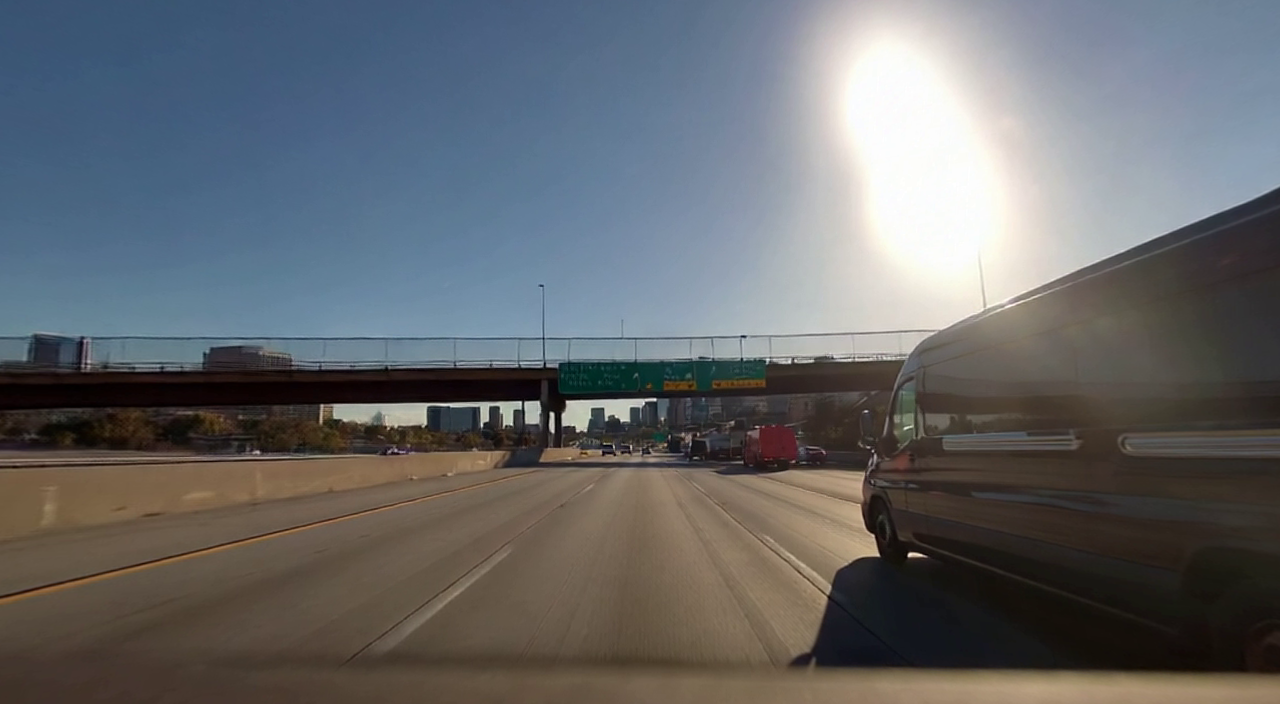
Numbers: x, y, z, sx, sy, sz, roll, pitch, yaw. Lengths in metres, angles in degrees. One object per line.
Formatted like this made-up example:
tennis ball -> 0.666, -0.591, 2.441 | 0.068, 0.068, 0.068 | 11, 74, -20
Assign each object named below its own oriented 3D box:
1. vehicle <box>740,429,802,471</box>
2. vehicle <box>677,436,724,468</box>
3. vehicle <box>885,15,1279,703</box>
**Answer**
vehicle -> 7.412, 5.633, 36.265 | 2.301, 2.203, 5.419 | 0, -8, -1
vehicle -> 3.915, 6.600, 41.859 | 2.464, 1.961, 5.520 | 0, -8, -1
vehicle -> 3.369, 0.197, 1.736 | 2.436, 2.745, 7.034 | 0, -8, -1
